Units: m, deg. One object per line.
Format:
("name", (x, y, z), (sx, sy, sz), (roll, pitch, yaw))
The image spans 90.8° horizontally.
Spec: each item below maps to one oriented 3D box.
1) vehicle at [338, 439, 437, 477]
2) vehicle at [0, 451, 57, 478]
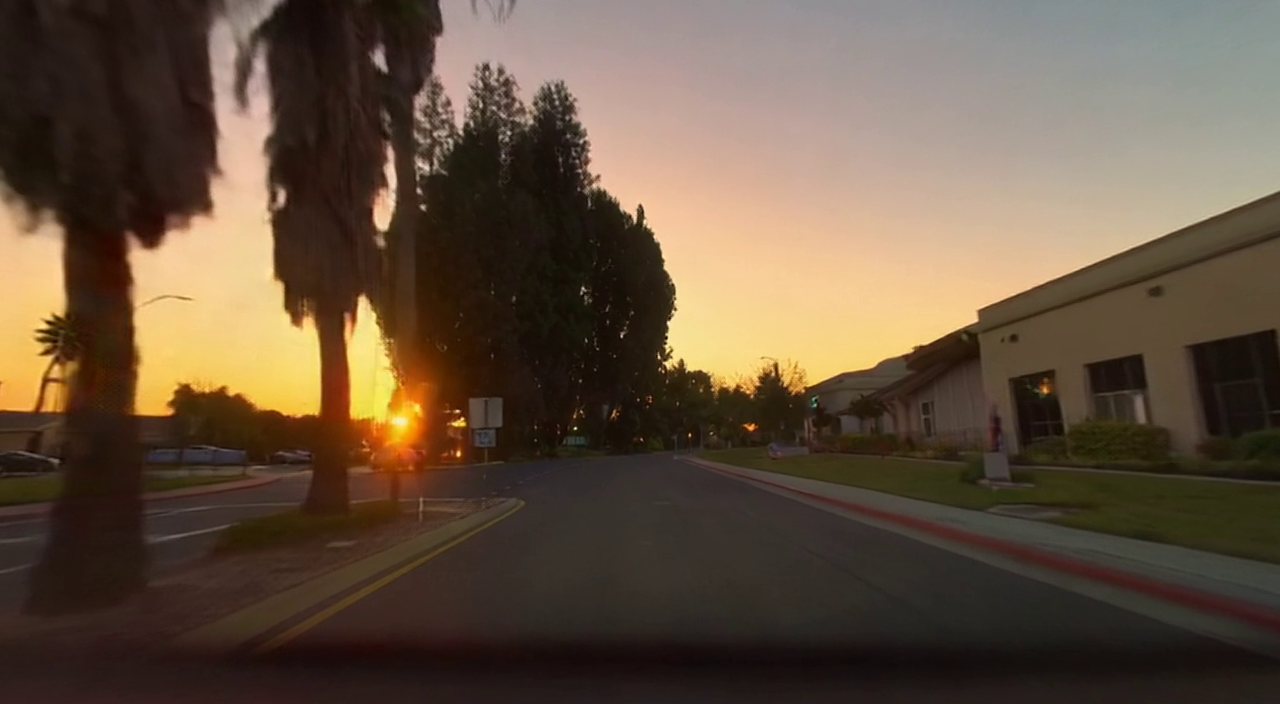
("vehicle", (-13.347, 5.602, 33.466), (4.651, 1.863, 2.174), (-4, -10, 25))
("vehicle", (-37.823, 6.703, 37.678), (1.919, 1.502, 4.695), (1, -9, -6))
